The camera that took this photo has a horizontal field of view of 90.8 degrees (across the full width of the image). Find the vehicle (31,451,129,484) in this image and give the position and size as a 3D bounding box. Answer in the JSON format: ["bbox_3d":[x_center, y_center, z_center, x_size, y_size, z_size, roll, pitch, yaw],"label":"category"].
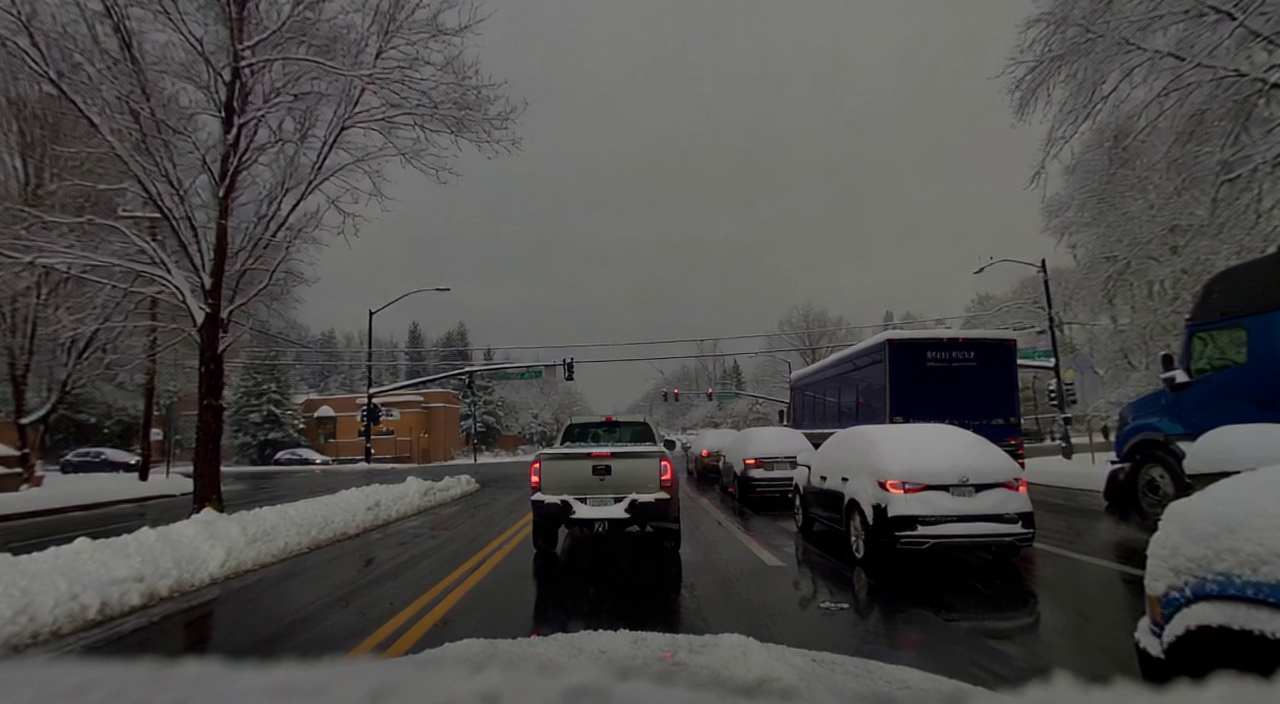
[{"bbox_3d":[-28.543,5.880,32.382,1.730,1.534,3.922,1,-9,-8],"label":"vehicle"}]

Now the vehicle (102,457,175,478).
[{"bbox_3d":[-38.177,8.782,48.116,4.150,1.474,1.826,-1,-9,6],"label":"vehicle"}]

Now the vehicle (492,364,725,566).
[{"bbox_3d":[-0.359,1.597,9.464,2.499,2.183,5.111,0,-9,0],"label":"vehicle"}]

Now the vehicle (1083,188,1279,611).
[{"bbox_3d":[6.518,0.114,3.315,2.802,3.322,7.429,0,-9,-1],"label":"vehicle"}]

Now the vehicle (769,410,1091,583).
[{"bbox_3d":[3.207,1.719,8.413,1.905,1.587,4.998,0,-9,0],"label":"vehicle"}]
